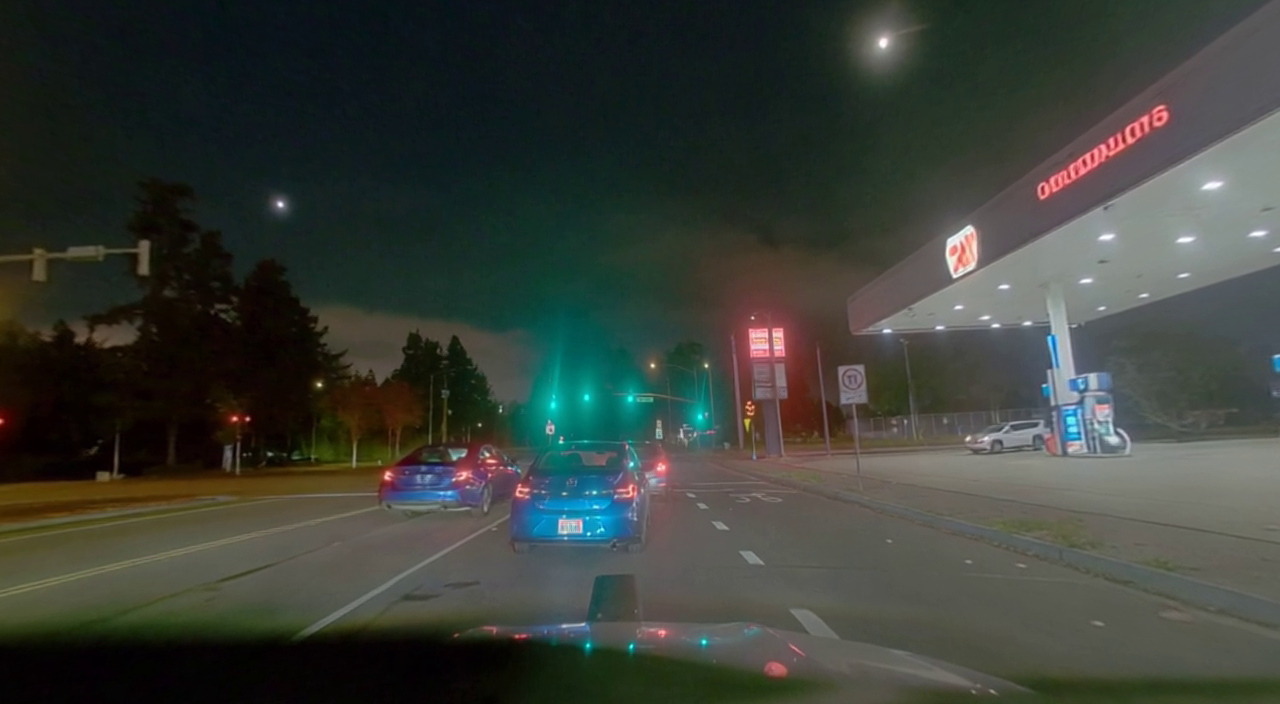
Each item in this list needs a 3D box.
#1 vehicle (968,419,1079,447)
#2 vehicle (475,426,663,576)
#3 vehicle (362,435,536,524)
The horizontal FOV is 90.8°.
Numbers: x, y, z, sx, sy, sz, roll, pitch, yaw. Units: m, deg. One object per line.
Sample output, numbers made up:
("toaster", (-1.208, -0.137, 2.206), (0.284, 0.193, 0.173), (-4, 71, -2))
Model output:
("vehicle", (21.412, 4.554, 35.408), (4.874, 1.502, 2.048), (0, -8, 0))
("vehicle", (-0.650, 1.857, 8.738), (1.916, 1.510, 4.447), (0, -8, 2))
("vehicle", (-3.689, 2.552, 13.275), (1.995, 1.506, 4.773), (0, -8, 2))
